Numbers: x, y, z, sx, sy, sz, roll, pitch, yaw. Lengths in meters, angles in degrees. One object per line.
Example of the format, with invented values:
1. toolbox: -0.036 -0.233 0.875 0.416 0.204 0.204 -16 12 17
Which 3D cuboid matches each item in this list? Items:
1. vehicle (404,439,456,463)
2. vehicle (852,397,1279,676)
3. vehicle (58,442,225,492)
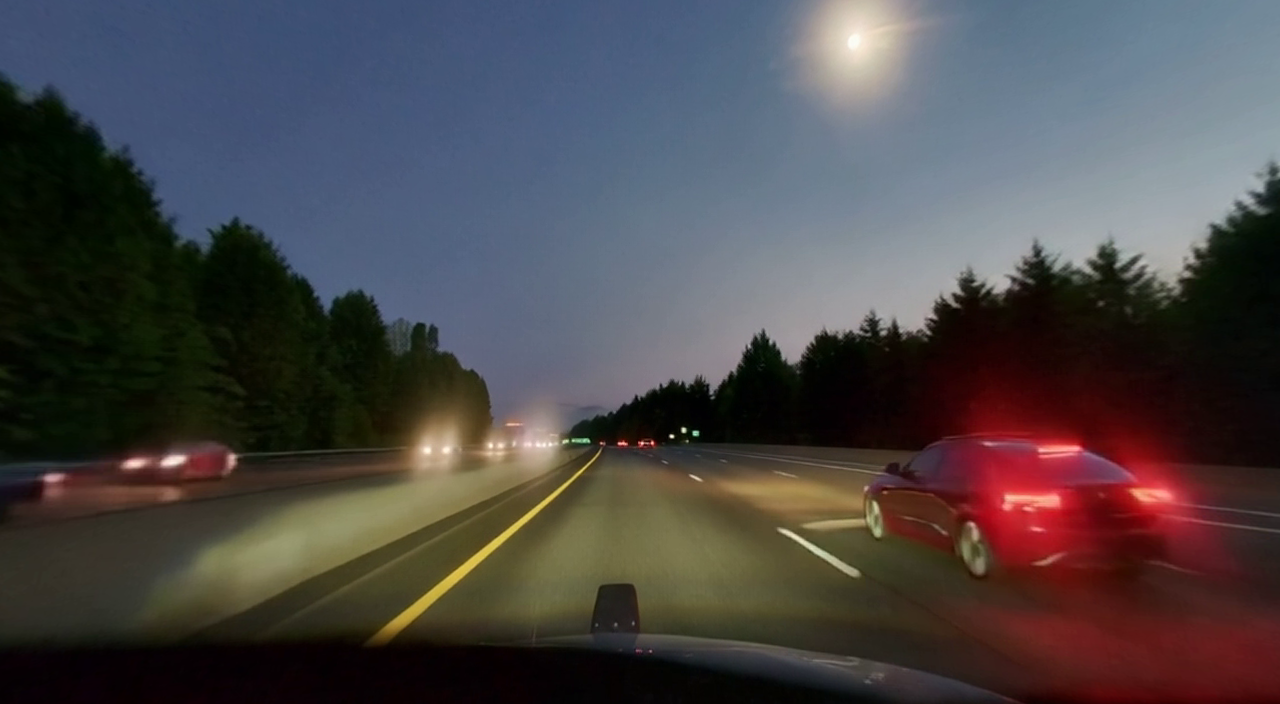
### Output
1. vehicle: -13.689 6.454 41.314 1.905 1.464 4.510 0 -8 -1
2. vehicle: 3.670 1.309 5.673 1.958 1.526 4.227 0 -8 -1
3. vehicle: -16.869 3.863 21.732 1.917 1.484 4.826 0 -8 -1
